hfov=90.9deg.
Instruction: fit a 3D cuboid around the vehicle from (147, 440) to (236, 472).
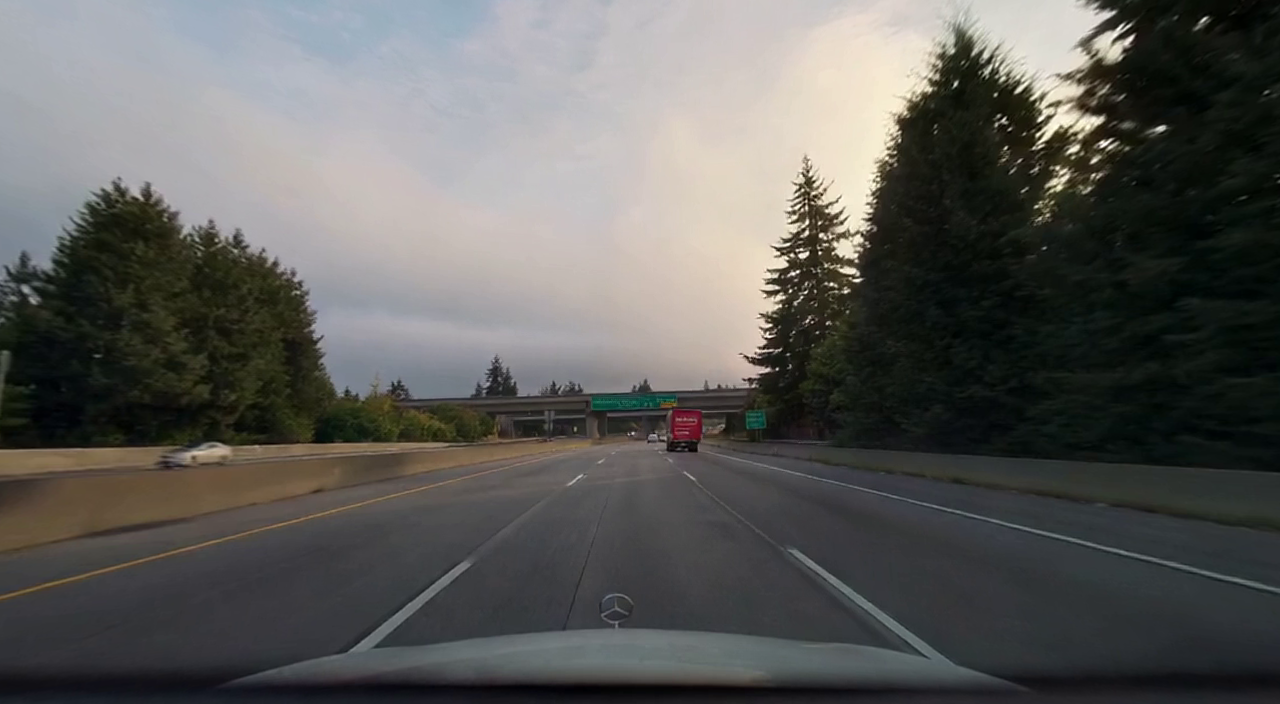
[{"bbox_3d":[-24.317,5.626,34.374,1.870,1.581,4.166,0,-8,-1],"label":"vehicle"}]
